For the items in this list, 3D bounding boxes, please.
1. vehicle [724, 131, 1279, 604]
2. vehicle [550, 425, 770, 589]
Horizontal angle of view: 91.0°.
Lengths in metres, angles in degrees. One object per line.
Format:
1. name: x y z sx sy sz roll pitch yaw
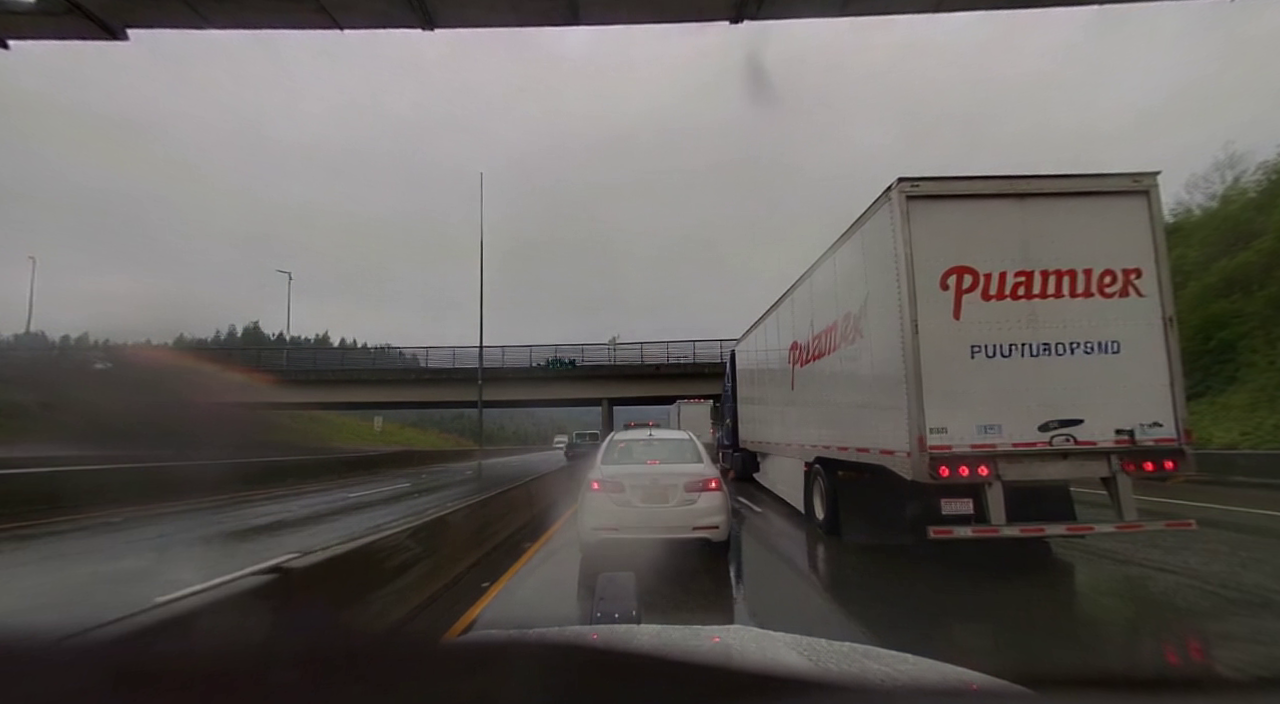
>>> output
1. vehicle: 4.222 1.019 12.501 2.827 4.081 14.305 0 -8 -1
2. vehicle: 0.170 1.705 7.726 2.045 1.490 3.597 -1 -8 0
